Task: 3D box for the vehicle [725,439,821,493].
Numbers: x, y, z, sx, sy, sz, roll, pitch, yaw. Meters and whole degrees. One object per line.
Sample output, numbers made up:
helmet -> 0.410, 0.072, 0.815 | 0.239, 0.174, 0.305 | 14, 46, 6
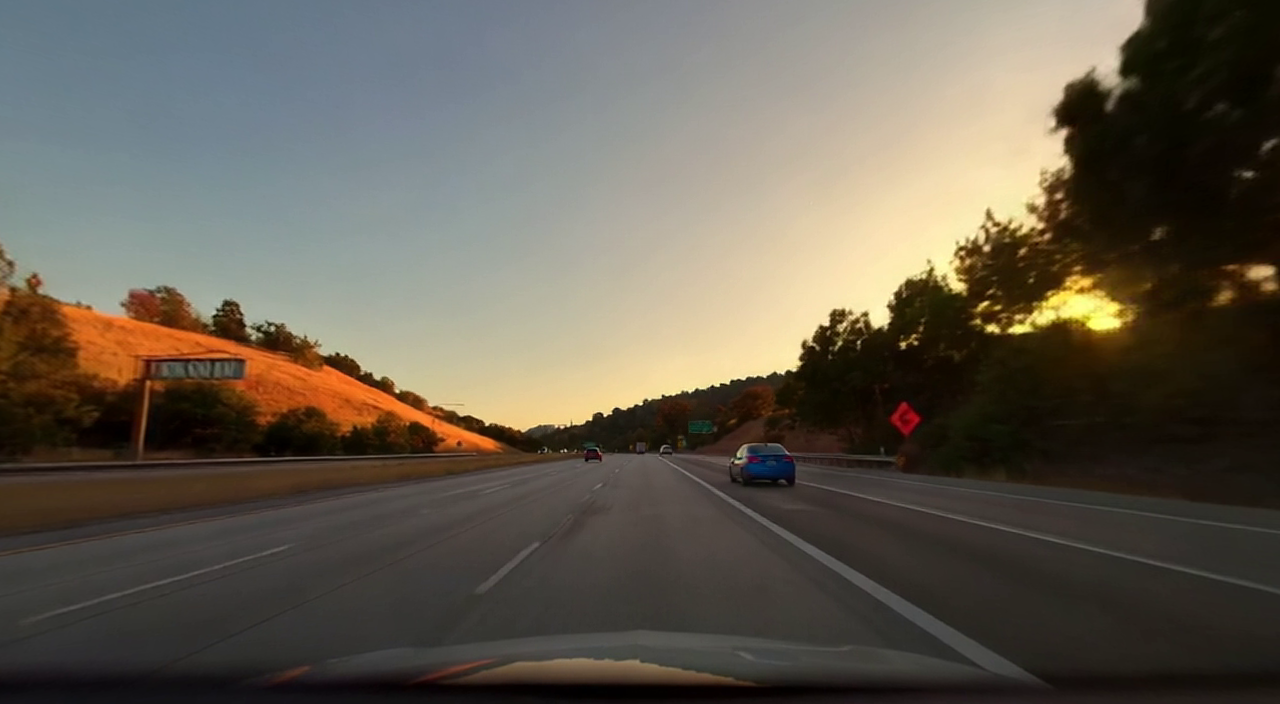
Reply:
vehicle -> 4.064, 3.567, 20.047 | 2.033, 1.501, 4.398 | 0, -9, -1
